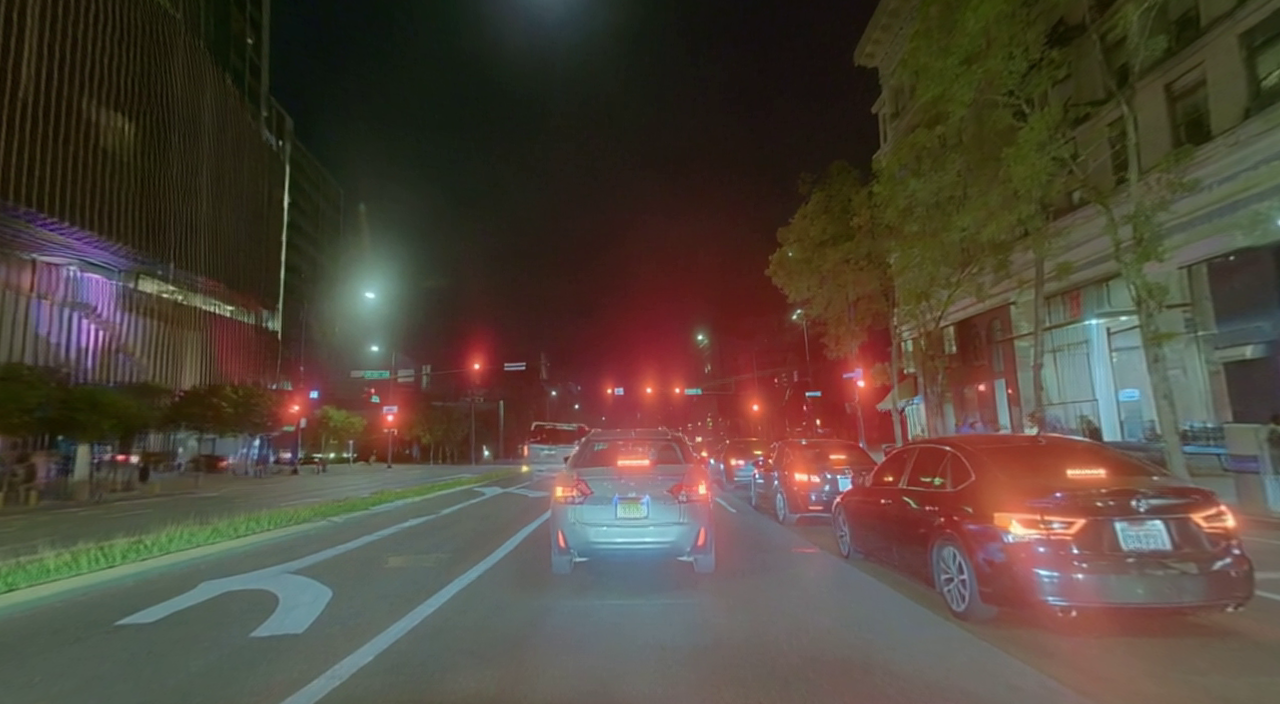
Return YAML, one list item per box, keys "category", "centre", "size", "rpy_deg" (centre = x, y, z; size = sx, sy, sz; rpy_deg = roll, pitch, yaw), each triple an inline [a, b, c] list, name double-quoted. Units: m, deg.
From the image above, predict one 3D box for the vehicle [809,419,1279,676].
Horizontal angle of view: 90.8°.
- category: "vehicle"
  centre: [3.219, 1.468, 5.974]
  size: [1.912, 1.454, 4.537]
  rpy_deg: [0, -9, -1]

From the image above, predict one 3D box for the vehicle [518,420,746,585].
- category: "vehicle"
  centre: [-0.111, 1.703, 7.948]
  size: [2.118, 1.512, 4.013]
  rpy_deg: [0, -9, -1]
